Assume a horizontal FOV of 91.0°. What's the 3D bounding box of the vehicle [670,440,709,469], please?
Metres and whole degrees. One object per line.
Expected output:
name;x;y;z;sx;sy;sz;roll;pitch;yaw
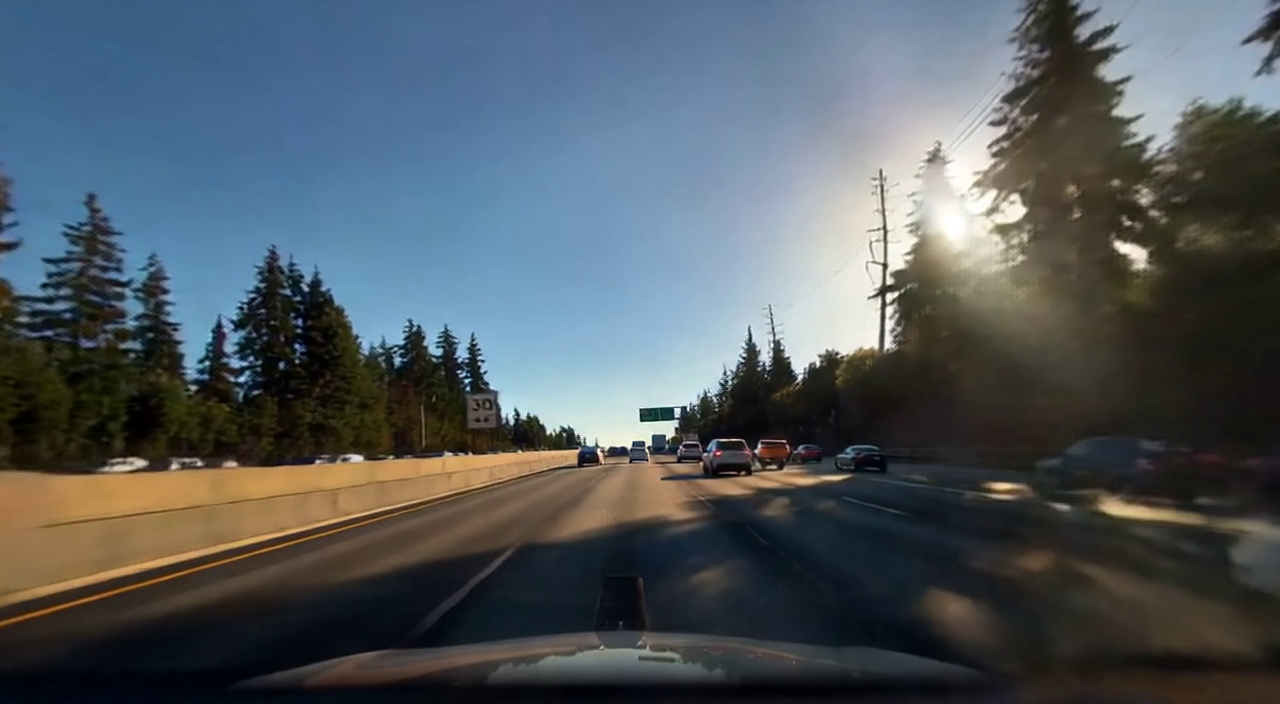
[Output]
vehicle;3.173;6.709;41.449;2.111;1.755;4.459;0;-8;-2

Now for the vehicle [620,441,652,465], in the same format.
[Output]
vehicle;-0.311;7.763;48.485;2.314;1.796;4.254;0;-8;-1

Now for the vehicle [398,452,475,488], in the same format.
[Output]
vehicle;-8.900;5.173;27.944;1.920;1.415;4.383;0;-9;1

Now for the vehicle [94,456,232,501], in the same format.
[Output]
vehicle;-22.866;6.036;30.556;2.159;1.884;5.705;0;-8;1

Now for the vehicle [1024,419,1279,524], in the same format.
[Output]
vehicle;10.242;2.309;12.682;2.154;1.725;4.381;0;-8;-1

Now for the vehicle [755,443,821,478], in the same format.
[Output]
vehicle;6.776;4.996;29.346;1.909;1.507;4.471;0;-8;-1

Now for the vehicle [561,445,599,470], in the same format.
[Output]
vehicle;-3.772;6.710;40.361;2.051;1.510;4.373;0;-8;0

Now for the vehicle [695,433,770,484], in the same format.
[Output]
vehicle;3.537;4.188;25.016;2.138;1.826;4.783;0;-8;-1

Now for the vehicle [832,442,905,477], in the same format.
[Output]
vehicle;10.440;4.913;29.050;1.850;1.492;3.767;0;-8;-1
